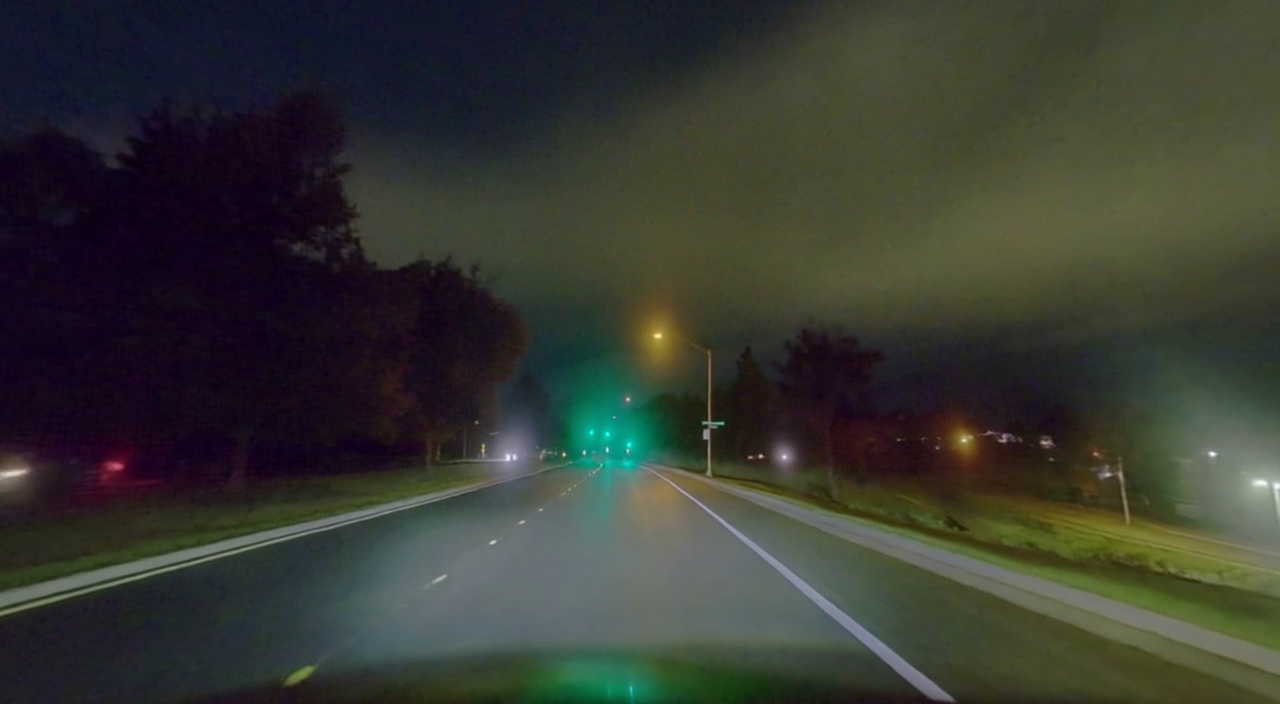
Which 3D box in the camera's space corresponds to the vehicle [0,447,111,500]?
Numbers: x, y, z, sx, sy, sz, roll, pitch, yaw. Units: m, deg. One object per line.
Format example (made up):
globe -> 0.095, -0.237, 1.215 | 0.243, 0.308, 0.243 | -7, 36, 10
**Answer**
vehicle -> -22.019, 4.348, 23.018 | 1.891, 1.718, 4.251 | 0, -8, -3
